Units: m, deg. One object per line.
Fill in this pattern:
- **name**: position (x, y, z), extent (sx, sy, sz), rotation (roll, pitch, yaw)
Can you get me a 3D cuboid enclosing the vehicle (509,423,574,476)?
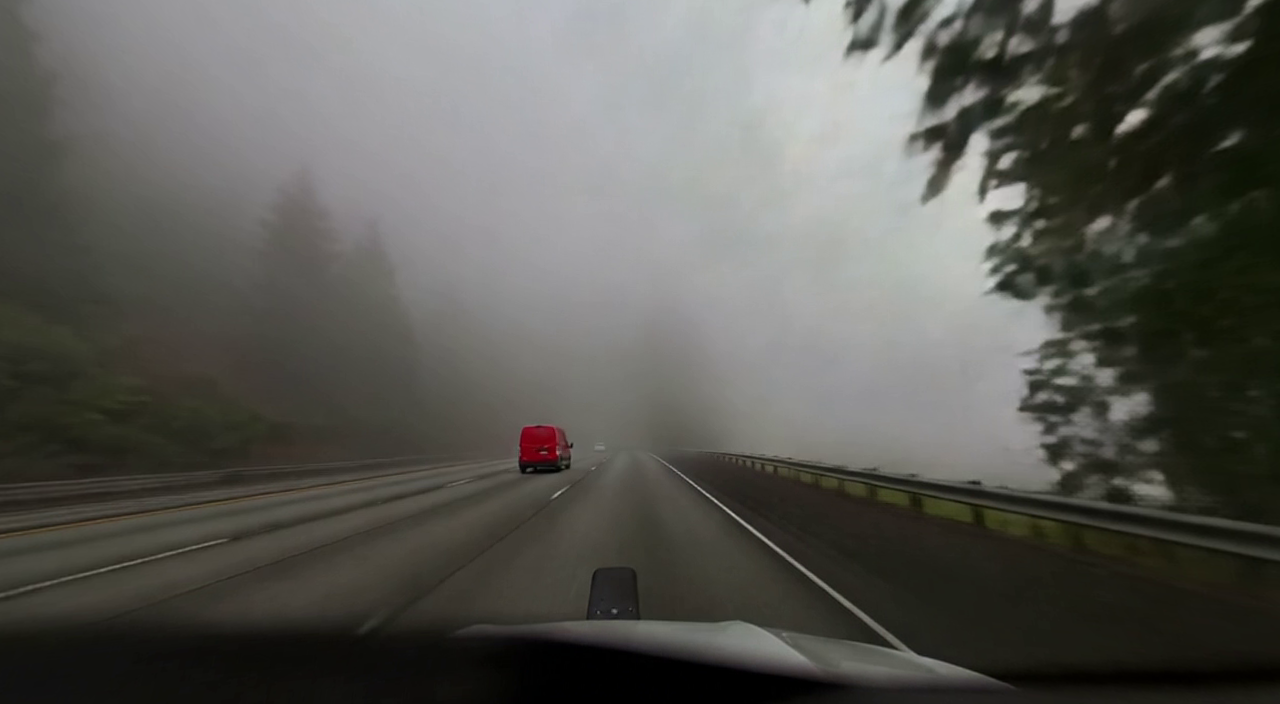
- **vehicle**: position (-4.053, 4.100, 26.689), extent (1.976, 2.029, 4.737), rotation (-1, -8, 0)
